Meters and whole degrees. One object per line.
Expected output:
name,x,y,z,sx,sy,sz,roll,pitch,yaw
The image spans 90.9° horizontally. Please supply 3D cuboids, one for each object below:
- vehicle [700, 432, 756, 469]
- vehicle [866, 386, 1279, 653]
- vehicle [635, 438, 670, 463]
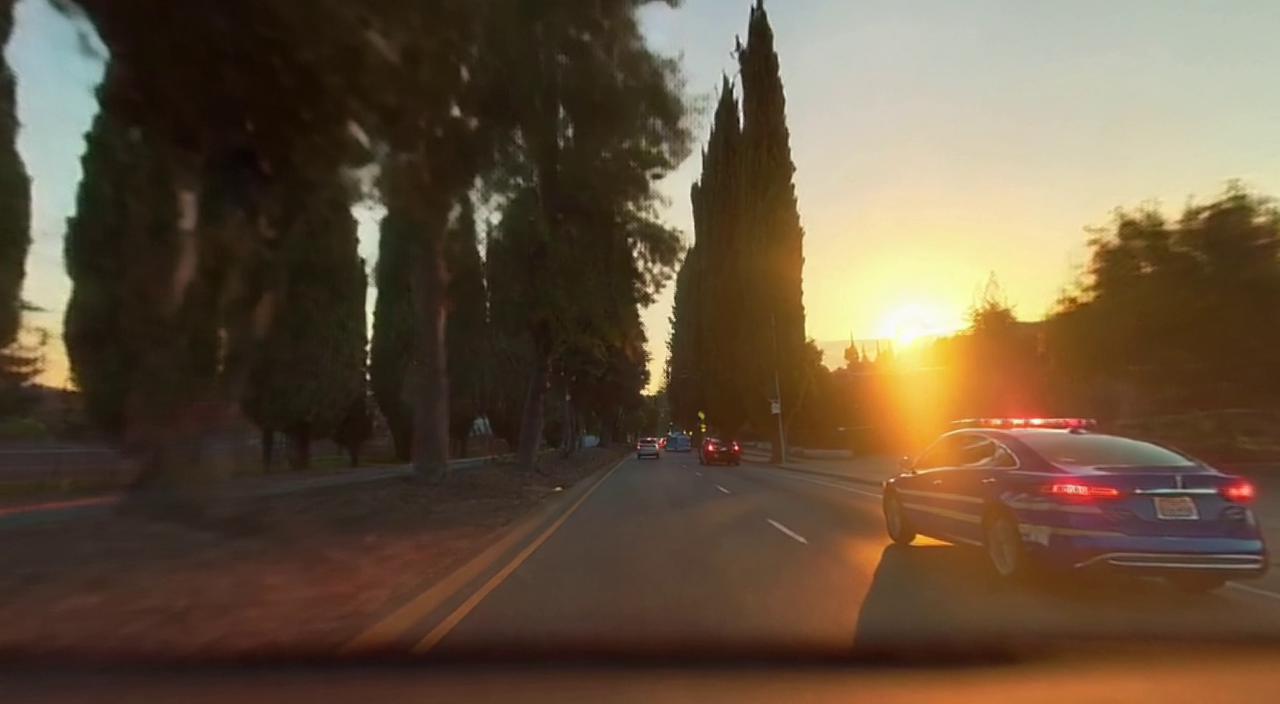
vehicle,4.302,4.887,31.395,2.110,1.666,3.912,0,-8,-1
vehicle,3.980,1.329,6.032,2.052,1.639,4.123,0,-8,0
vehicle,0.730,6.060,38.970,2.026,1.466,4.282,0,-8,0
